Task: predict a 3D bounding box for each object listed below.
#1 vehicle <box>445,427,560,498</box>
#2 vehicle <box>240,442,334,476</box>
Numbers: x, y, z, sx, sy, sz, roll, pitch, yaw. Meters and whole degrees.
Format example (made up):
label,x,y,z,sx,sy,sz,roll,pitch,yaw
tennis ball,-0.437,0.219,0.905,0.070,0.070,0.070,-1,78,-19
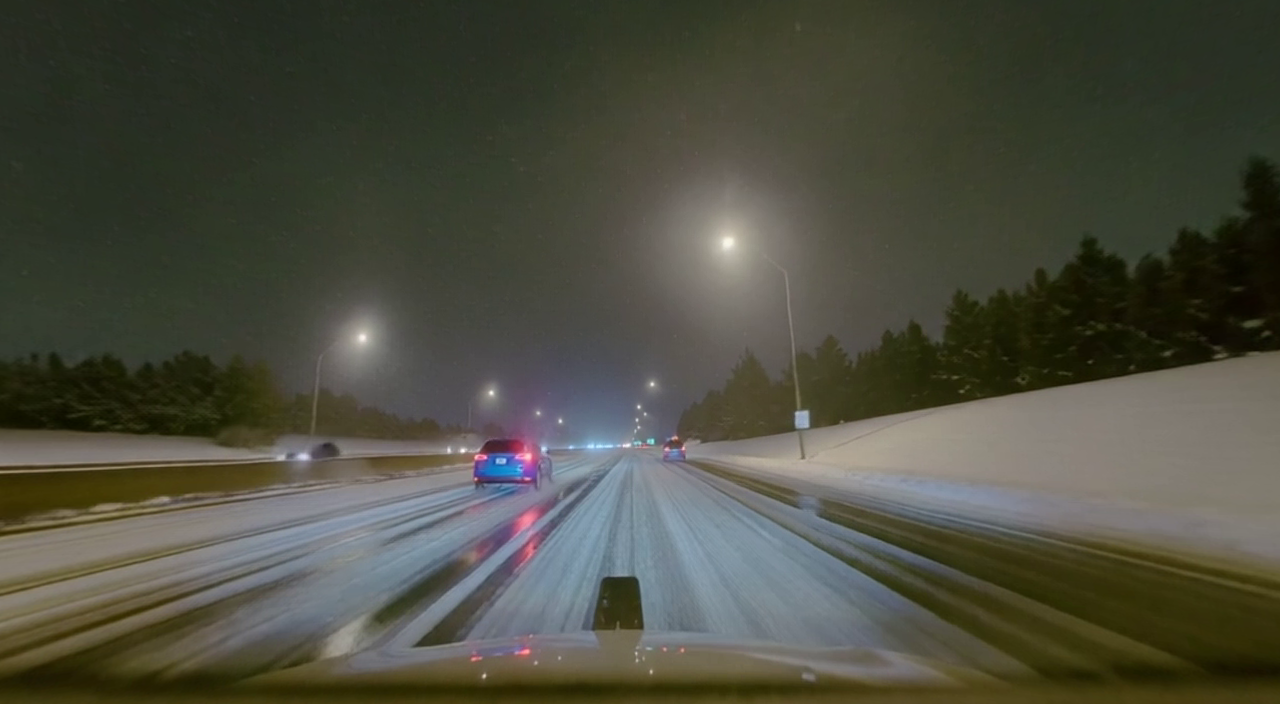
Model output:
label,x,y,z,sx,sy,sz,roll,pitch,yaw
vehicle,-3.795,3.191,18.593,2.205,1.773,5.124,0,-9,0
vehicle,-18.831,5.717,34.012,2.110,1.695,5.087,0,-9,0
